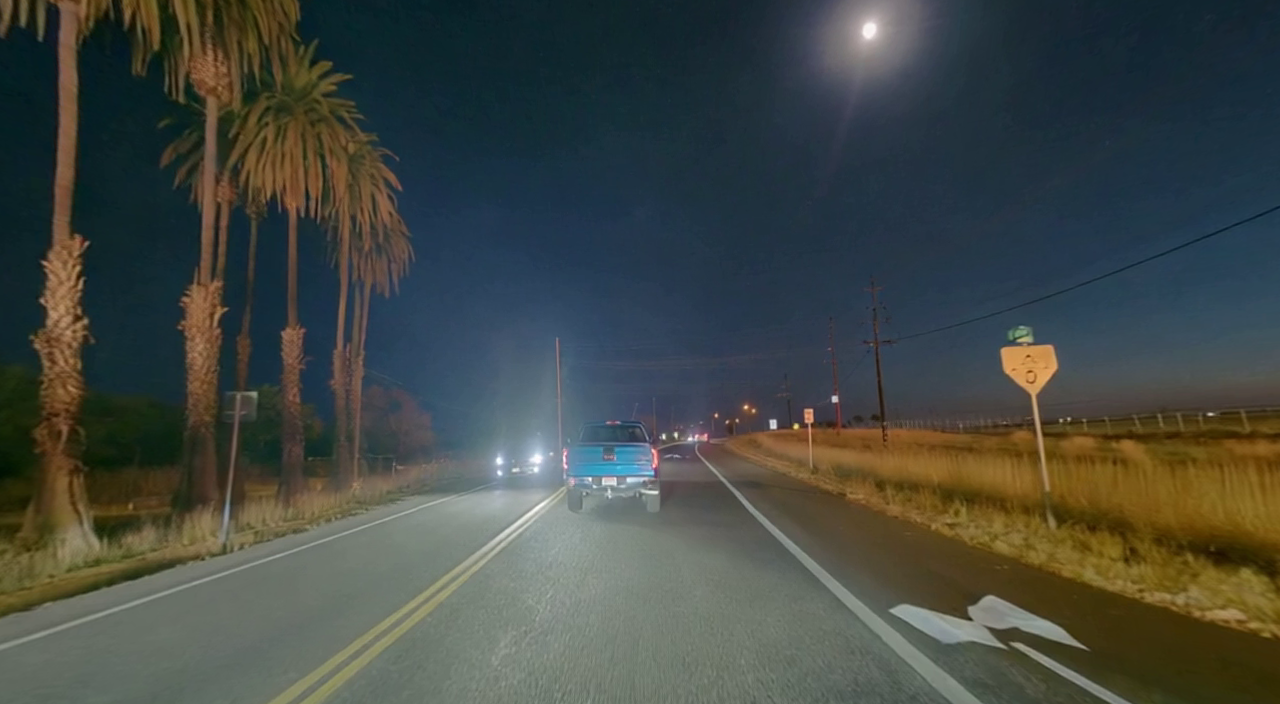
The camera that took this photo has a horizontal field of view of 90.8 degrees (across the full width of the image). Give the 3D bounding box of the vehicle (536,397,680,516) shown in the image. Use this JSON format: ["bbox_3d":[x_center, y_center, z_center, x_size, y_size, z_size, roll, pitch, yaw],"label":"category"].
[{"bbox_3d":[-0.671,2.400,14.909,2.693,2.223,5.885,0,-8,-1],"label":"vehicle"}]

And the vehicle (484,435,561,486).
[{"bbox_3d":[-4.610,4.319,25.534,2.128,1.834,4.877,0,-8,0],"label":"vehicle"}]
